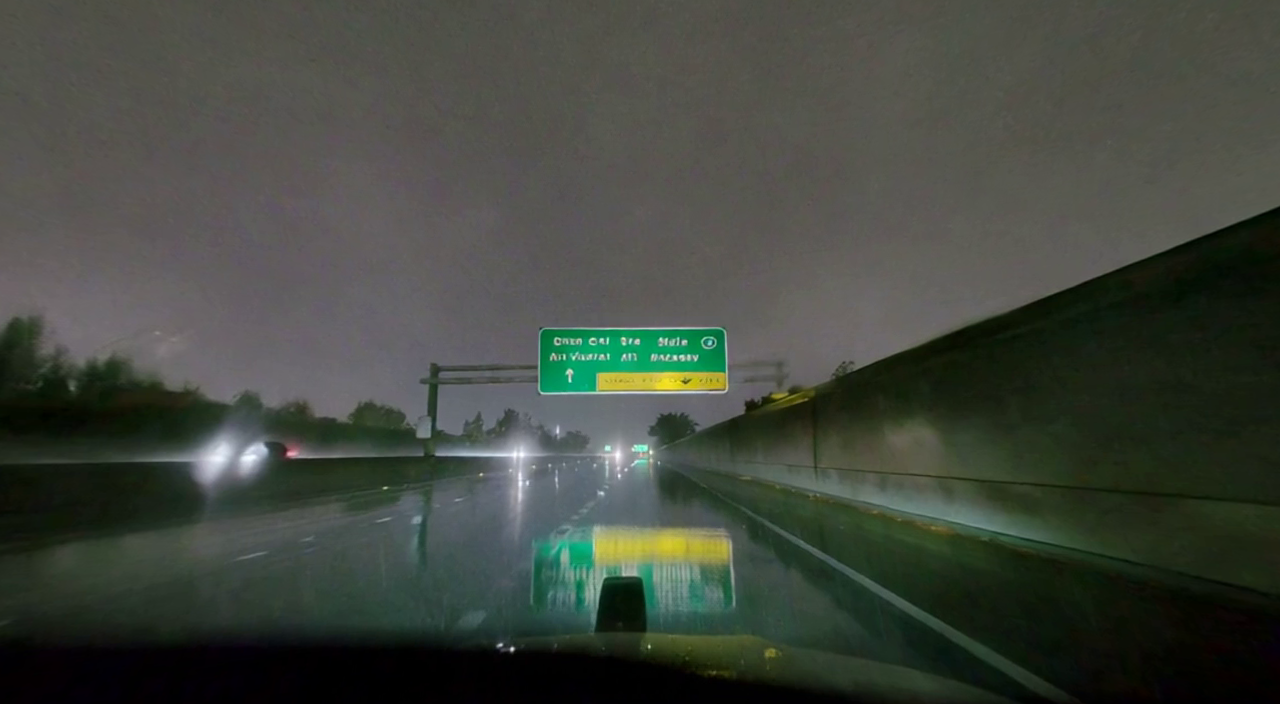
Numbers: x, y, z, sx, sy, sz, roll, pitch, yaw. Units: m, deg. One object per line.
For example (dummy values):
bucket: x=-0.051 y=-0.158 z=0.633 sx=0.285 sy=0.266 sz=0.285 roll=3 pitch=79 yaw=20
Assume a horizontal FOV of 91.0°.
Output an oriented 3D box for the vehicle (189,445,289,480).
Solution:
vehicle: x=-18.473 y=5.086 z=29.259 sx=1.886 sy=1.493 sz=4.093 roll=0 pitch=-9 yaw=1
